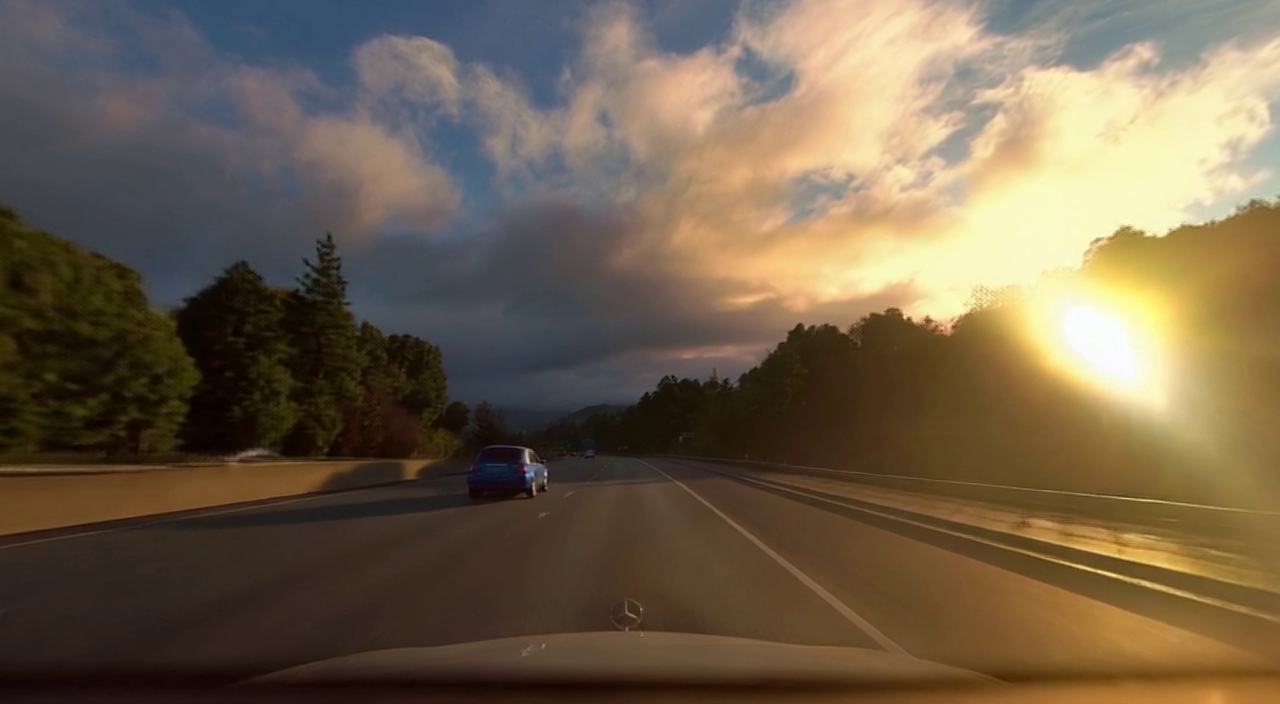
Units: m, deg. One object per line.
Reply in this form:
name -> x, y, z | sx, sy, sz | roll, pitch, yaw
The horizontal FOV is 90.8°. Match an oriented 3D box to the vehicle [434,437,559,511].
vehicle -> -3.592, 3.174, 16.898 | 2.279, 1.683, 4.726 | 0, -9, -1
